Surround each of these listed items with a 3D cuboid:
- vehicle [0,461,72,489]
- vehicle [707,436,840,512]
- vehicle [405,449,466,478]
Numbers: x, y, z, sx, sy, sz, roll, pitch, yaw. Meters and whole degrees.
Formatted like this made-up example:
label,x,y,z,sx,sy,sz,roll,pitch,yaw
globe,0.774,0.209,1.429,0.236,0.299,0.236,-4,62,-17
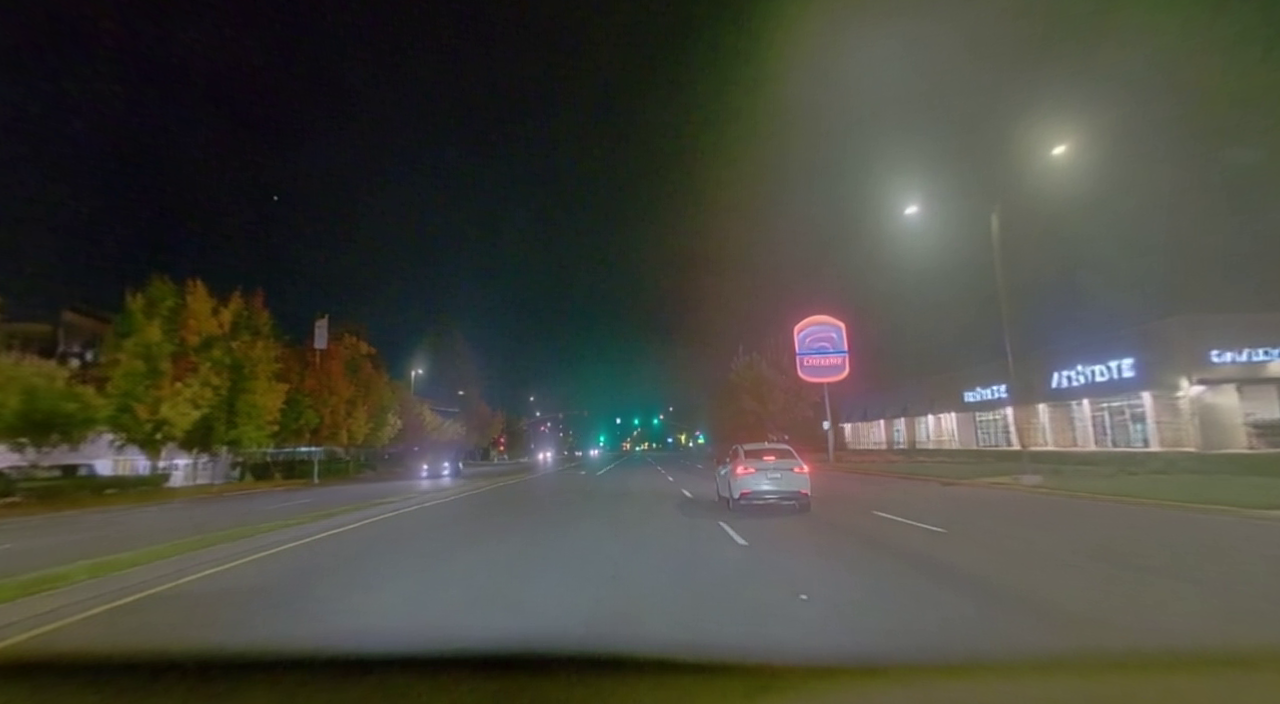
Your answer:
label,x,y,z,sx,sy,sz,roll,pitch,yaw
vehicle,-40.785,8.115,41.604,4.421,1.675,2.042,0,-9,-1
vehicle,2.852,2.728,14.610,2.015,1.479,4.444,0,-9,-1
vehicle,-11.540,6.299,35.749,1.944,1.512,4.278,0,-9,1
